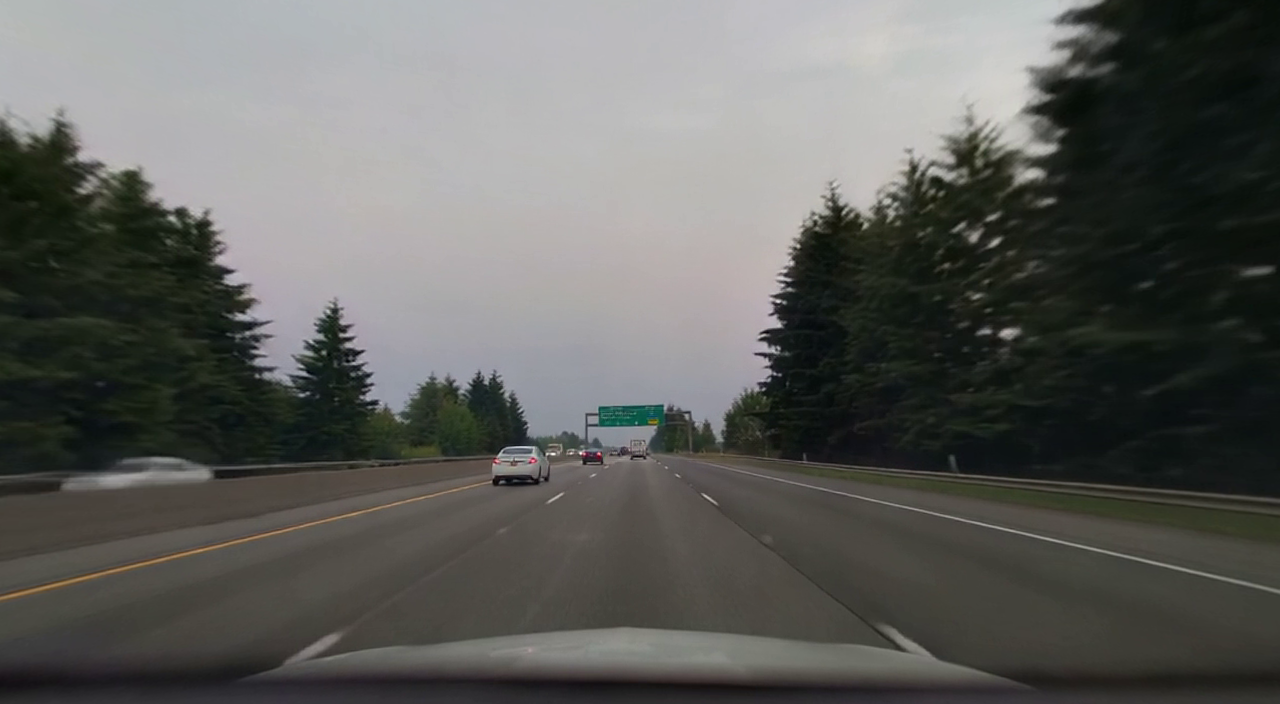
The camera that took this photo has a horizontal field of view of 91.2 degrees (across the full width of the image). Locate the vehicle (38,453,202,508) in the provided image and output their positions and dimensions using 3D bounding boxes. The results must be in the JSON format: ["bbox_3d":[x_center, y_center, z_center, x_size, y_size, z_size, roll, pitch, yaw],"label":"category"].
[{"bbox_3d":[-17.094,4.190,20.941,1.874,1.560,4.205,-1,-9,0],"label":"vehicle"}]

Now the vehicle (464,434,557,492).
[{"bbox_3d":[-4.109,3.611,20.686,2.151,1.693,4.201,-1,-9,0],"label":"vehicle"}]
